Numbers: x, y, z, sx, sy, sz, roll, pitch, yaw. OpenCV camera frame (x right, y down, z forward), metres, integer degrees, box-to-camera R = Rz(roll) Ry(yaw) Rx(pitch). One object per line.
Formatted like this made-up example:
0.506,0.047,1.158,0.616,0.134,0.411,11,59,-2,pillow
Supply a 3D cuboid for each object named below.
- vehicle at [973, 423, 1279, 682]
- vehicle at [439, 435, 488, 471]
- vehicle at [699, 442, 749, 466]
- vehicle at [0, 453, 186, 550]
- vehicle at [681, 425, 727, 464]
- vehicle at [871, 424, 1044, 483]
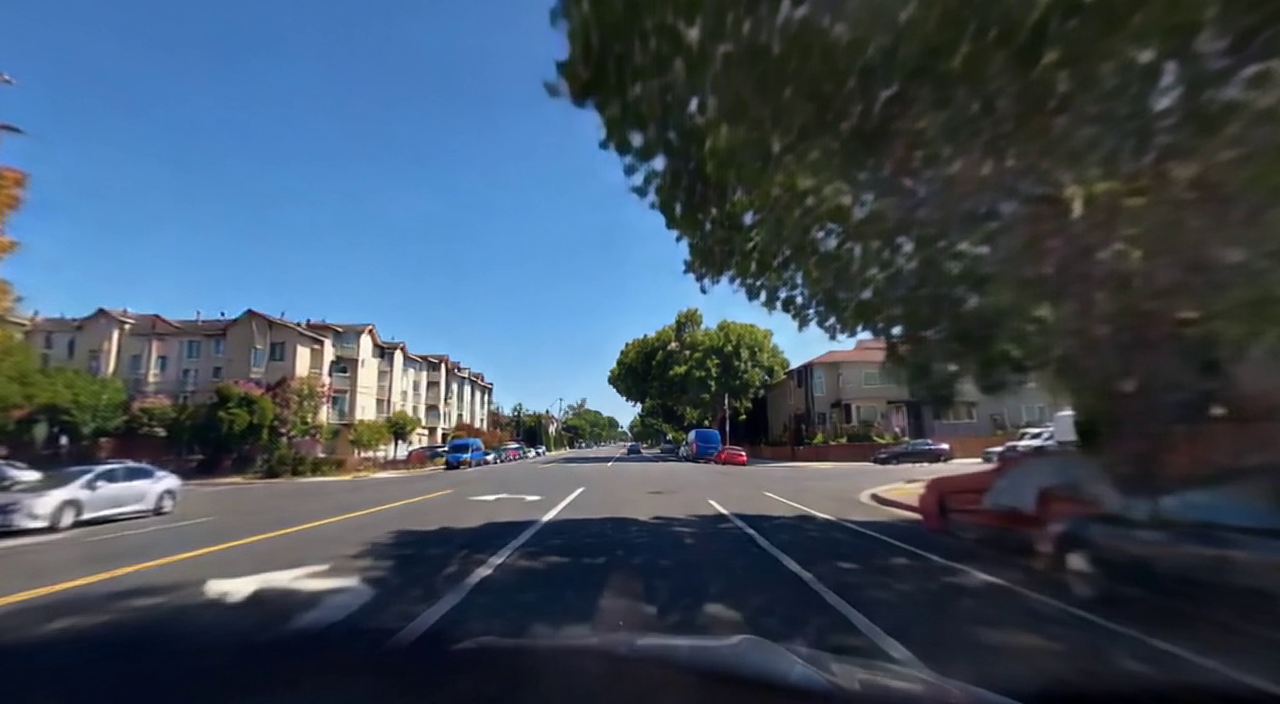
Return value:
4.884,1.341,4.677,2.059,1.546,4.985,0,-8,-1,vehicle
-12.912,7.397,46.570,2.164,2.386,5.460,-2,-7,-1,vehicle
5.338,6.535,40.758,1.848,1.468,4.332,2,-9,-12,vehicle
-12.408,3.094,13.687,1.920,1.629,4.599,-2,-8,-3,vehicle
4.599,6.799,46.286,2.414,2.670,5.833,1,-8,-4,vehicle
12.038,3.801,24.076,5.666,1.871,2.216,0,-8,-14,vehicle
